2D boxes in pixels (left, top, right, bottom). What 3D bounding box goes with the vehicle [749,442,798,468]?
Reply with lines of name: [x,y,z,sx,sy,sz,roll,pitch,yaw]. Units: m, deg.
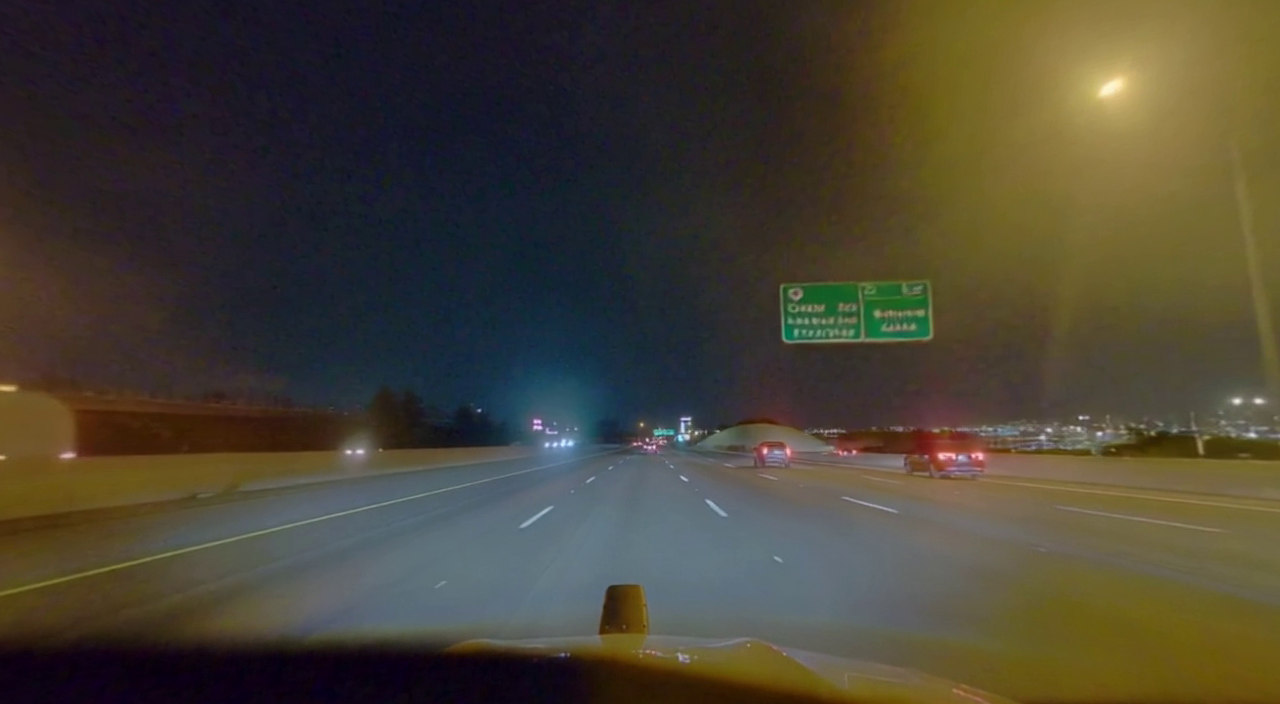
vehicle: [8.081,6.290,38.597,2.056,1.465,4.304,0,-8,-1]
